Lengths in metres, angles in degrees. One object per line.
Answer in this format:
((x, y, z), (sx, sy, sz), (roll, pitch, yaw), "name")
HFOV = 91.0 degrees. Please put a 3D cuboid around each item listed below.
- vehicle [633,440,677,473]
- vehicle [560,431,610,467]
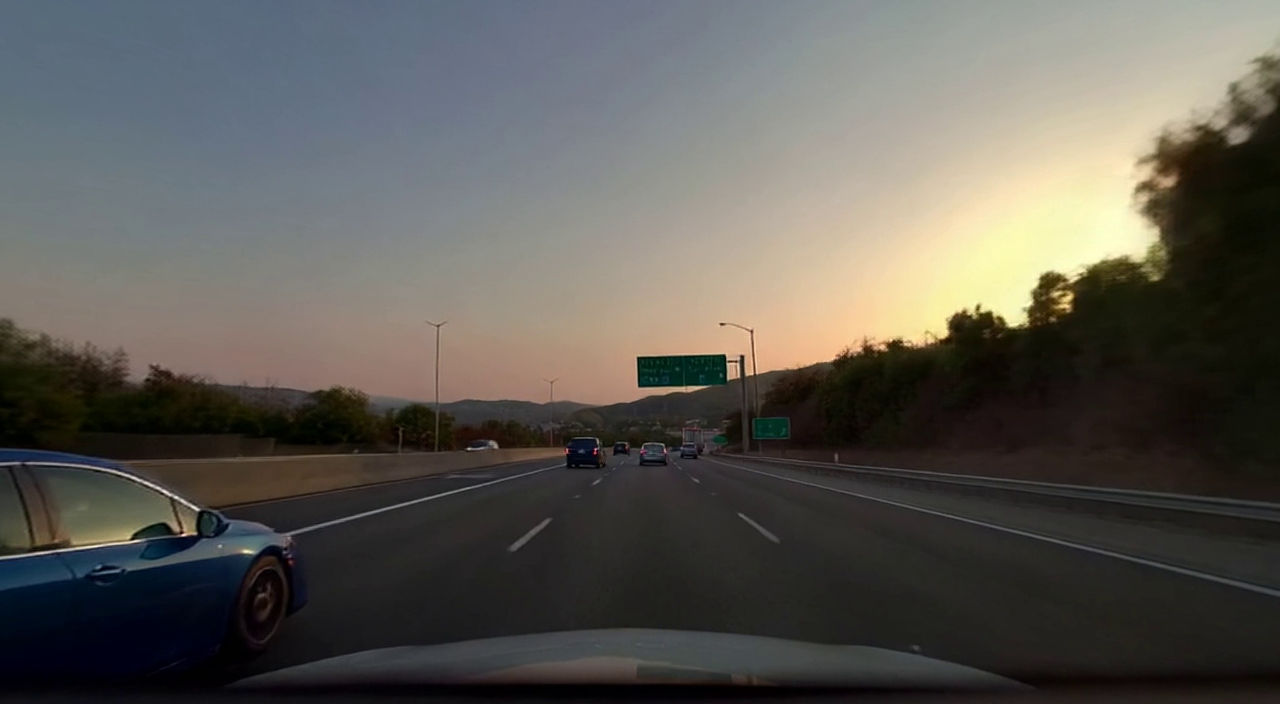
((0.760, 5.282, 32.092), (2.086, 1.548, 4.325), (0, -9, 1), "vehicle")
((-3.095, 5.624, 36.484), (2.264, 1.901, 4.647), (-1, -9, 2), "vehicle")
